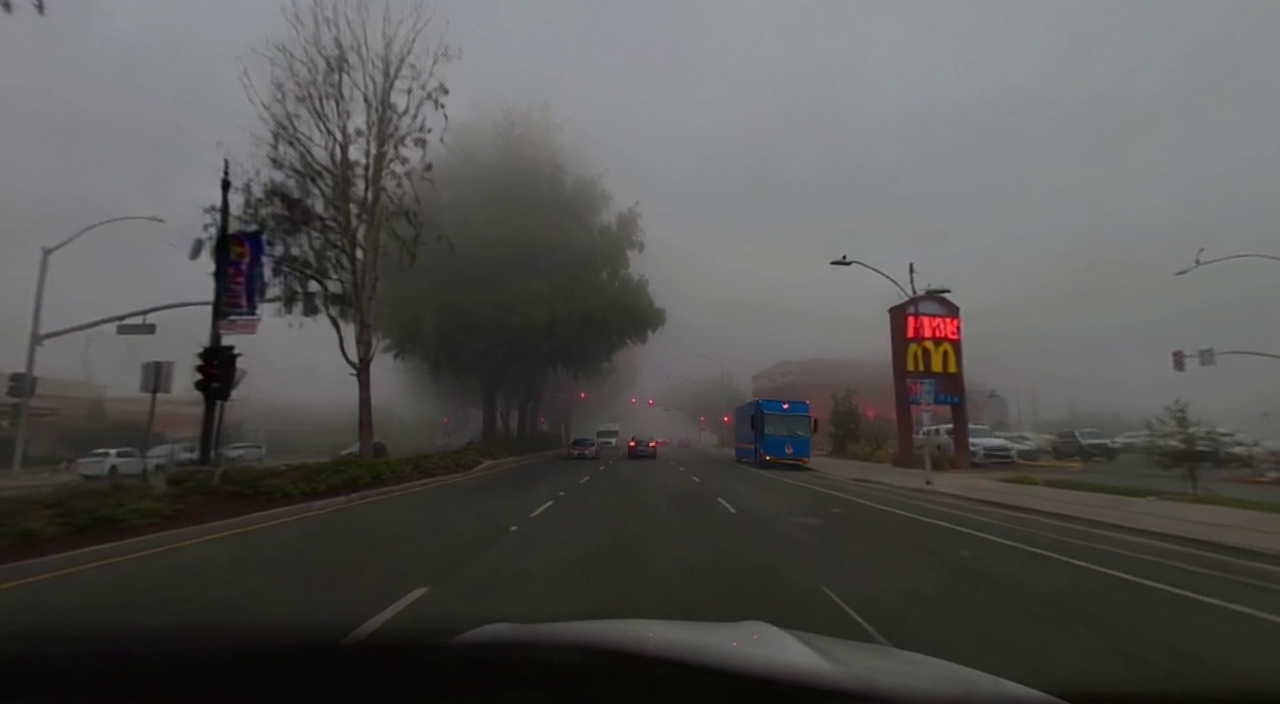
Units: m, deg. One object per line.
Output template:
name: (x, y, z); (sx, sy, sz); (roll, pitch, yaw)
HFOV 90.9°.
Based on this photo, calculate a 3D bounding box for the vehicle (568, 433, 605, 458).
vehicle: (-3.481, 6.204, 41.811); (2.008, 1.500, 4.369); (-1, -8, 1)

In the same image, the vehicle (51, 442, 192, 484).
vehicle: (-22.756, 4.868, 27.994); (1.936, 1.654, 4.857); (-1, -9, 3)

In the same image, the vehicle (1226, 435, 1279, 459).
vehicle: (43.332, 6.632, 44.061); (3.960, 1.458, 1.980); (2, -8, -25)

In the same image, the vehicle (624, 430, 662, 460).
vehicle: (0.211, 5.798, 39.374); (2.209, 1.718, 4.008); (-1, -8, 1)

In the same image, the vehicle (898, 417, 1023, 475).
vehicle: (13.722, 4.004, 26.886); (5.354, 2.214, 2.504); (6, -11, -37)

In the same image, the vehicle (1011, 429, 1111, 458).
vehicle: (29.457, 6.464, 44.425); (5.568, 1.930, 2.081); (-5, -10, 29)

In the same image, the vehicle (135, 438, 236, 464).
vehicle: (-29.419, 6.431, 41.065); (1.971, 1.578, 5.304); (-2, -9, 11)

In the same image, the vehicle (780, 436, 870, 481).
vehicle: (6.701, 3.895, 23.404); (1.980, 1.473, 4.537); (0, -9, 0)

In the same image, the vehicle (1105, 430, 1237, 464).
vehicle: (26.060, 4.718, 31.162); (4.545, 1.571, 1.769); (-5, -9, 26)

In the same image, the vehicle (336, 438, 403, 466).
vehicle: (-15.673, 5.800, 36.751); (1.836, 1.464, 4.440); (-1, -9, 1)

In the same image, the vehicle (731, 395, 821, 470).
vehicle: (6.767, 4.238, 32.721); (2.891, 3.361, 7.843); (0, -8, 0)
